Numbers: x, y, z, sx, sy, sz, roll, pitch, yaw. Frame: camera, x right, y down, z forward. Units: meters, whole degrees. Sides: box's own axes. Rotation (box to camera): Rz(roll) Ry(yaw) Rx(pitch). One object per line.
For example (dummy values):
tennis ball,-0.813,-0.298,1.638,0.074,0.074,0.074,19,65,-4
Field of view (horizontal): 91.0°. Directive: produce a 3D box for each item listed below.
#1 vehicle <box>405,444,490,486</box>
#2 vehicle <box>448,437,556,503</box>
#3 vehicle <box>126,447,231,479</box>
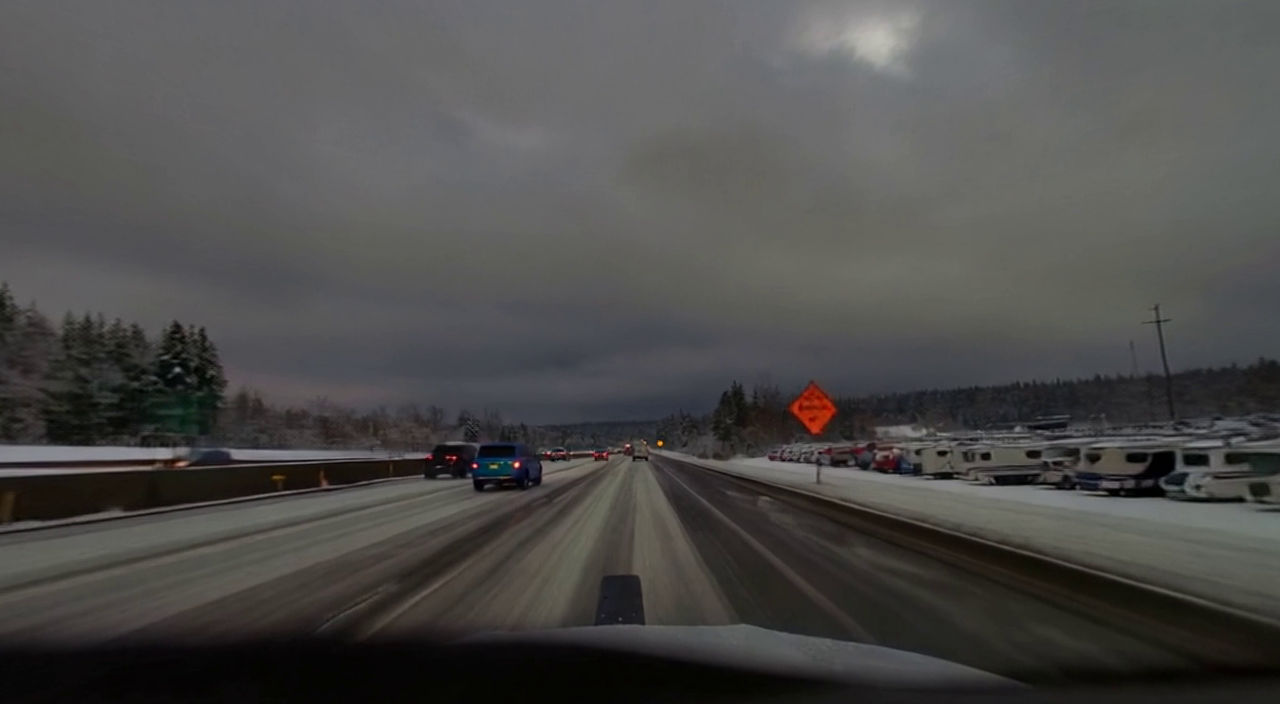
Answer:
vehicle,-7.635,4.502,25.456,1.991,1.538,4.360,0,-9,1
vehicle,-3.840,3.352,18.338,2.070,1.665,4.213,0,-9,1
vehicle,-29.250,7.031,40.199,2.215,1.881,5.812,0,-9,1
